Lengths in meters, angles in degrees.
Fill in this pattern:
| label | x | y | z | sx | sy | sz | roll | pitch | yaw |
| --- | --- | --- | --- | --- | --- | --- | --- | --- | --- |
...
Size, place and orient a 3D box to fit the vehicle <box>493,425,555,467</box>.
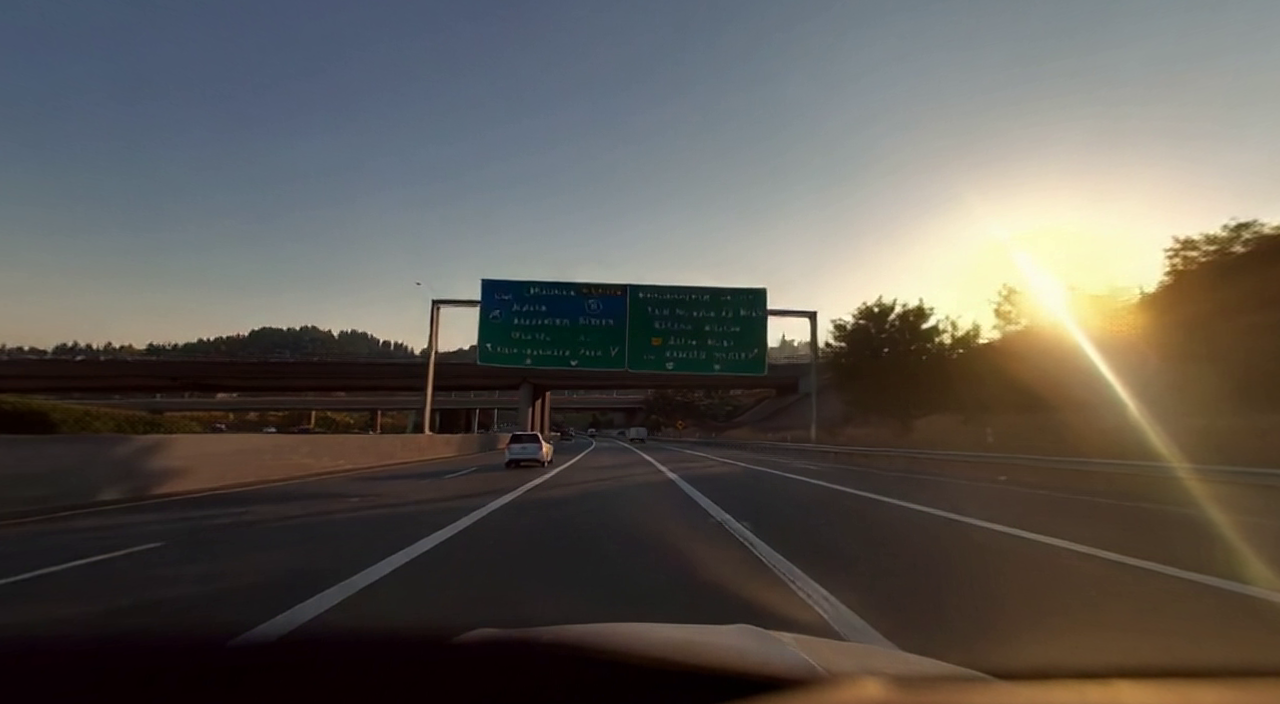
| label | x | y | z | sx | sy | sz | roll | pitch | yaw |
| --- | --- | --- | --- | --- | --- | --- | --- | --- | --- |
| vehicle | -4.616 | 3.809 | 25.585 | 1.878 | 1.548 | 3.966 | 0 | -8 | -2 |
